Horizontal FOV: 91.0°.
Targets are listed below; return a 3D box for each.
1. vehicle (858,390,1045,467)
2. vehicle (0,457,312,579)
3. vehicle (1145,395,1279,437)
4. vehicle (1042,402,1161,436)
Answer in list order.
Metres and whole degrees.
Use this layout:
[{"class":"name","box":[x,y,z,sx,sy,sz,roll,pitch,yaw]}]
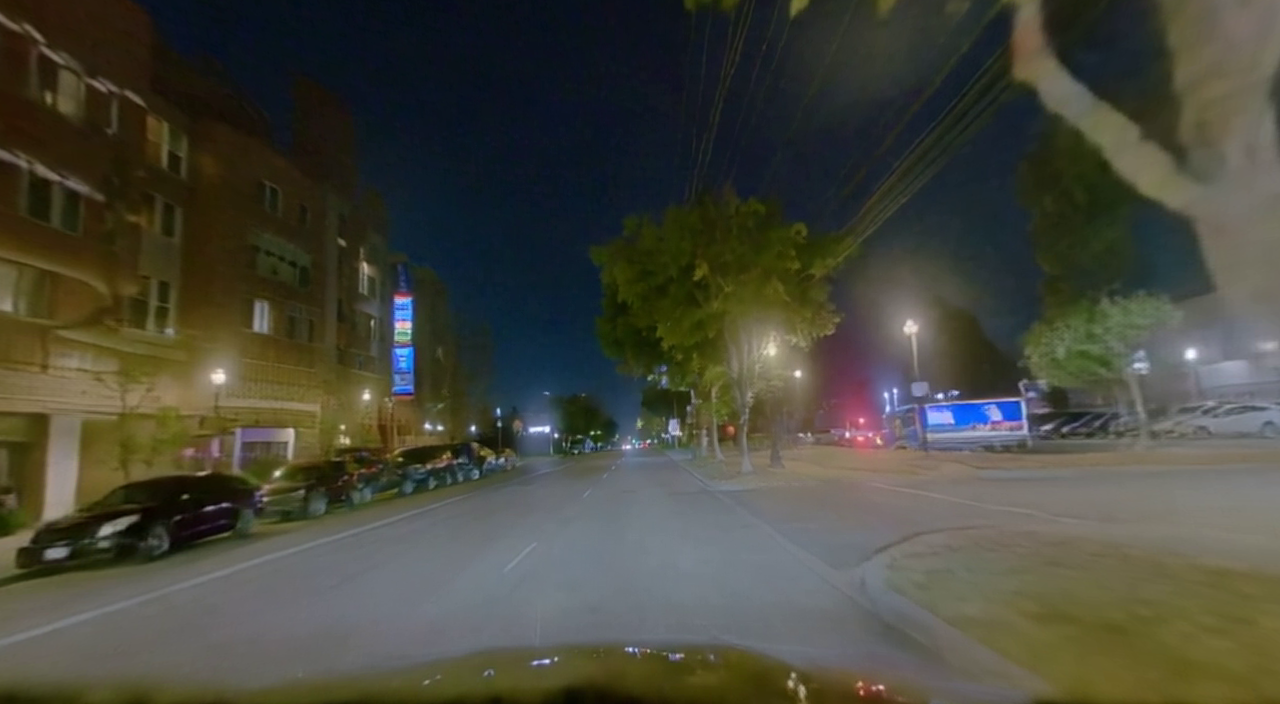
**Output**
[{"class":"vehicle","box":[10.984,2.716,22.476,5.453,1.794,2.011,-9,-6,-2]},{"class":"vehicle","box":[-8.604,2.750,10.923,1.879,1.543,4.778,-13,-13,43]},{"class":"vehicle","box":[23.215,2.556,24.917,4.746,1.536,1.914,0,-9,-1]},{"class":"vehicle","box":[23.787,3.495,32.549,4.521,1.634,1.996,0,-9,0]}]
